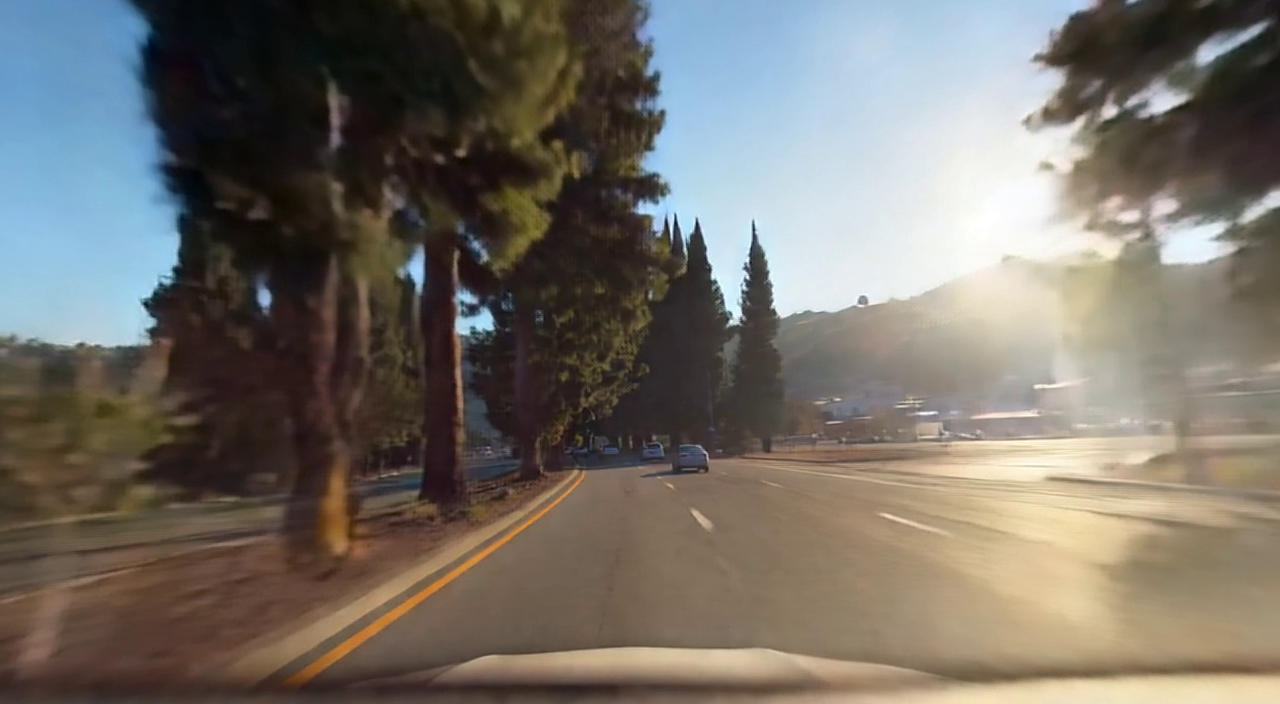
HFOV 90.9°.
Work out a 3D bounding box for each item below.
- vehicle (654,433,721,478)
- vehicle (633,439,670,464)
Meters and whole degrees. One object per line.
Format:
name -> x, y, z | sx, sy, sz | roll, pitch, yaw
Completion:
vehicle -> 1.945, 4.458, 27.347 | 2.253, 1.756, 4.313 | 0, -8, -4
vehicle -> 0.798, 7.598, 48.163 | 2.210, 1.788, 4.293 | 1, -9, -8
